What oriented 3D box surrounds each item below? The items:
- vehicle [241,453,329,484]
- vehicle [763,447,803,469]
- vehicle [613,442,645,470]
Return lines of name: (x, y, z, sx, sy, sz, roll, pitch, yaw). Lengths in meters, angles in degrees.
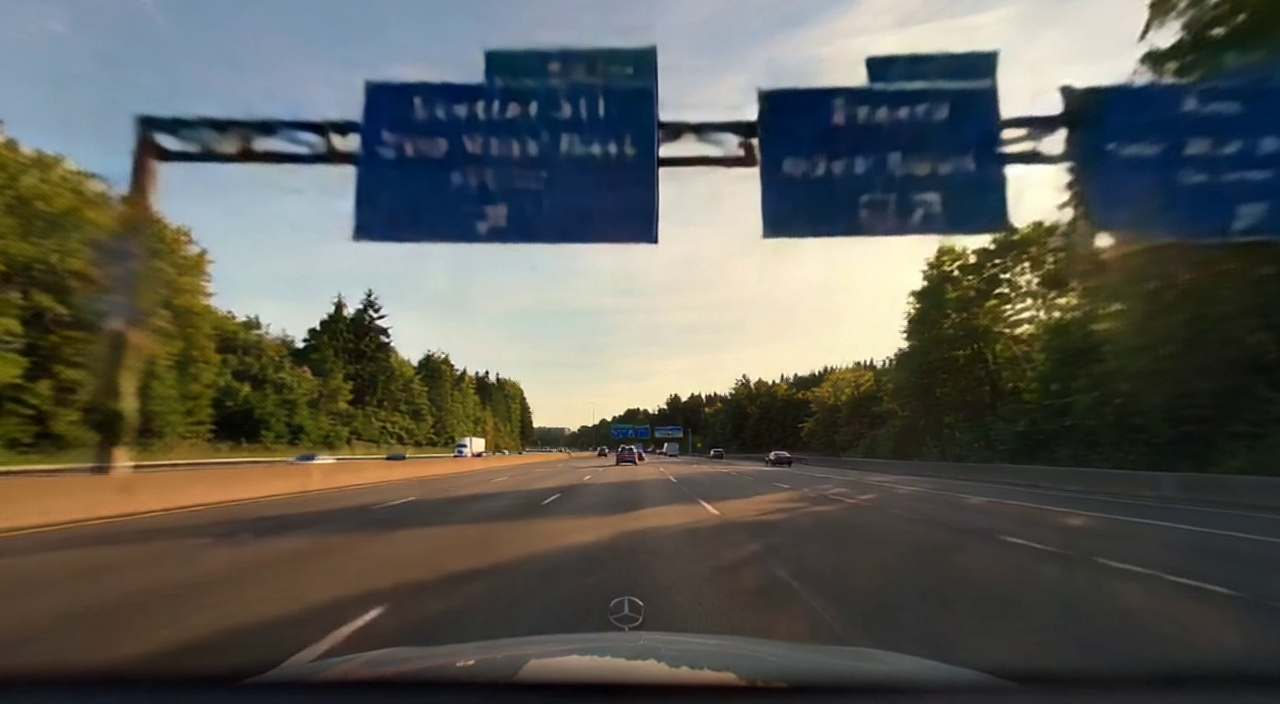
vehicle: (-18.602, 6.090, 33.295, 1.988, 1.511, 4.496, 0, -9, 0)
vehicle: (10.872, 8.109, 48.218, 1.989, 1.591, 4.348, 0, -9, -1)
vehicle: (-0.763, 7.333, 44.360, 2.167, 1.847, 4.097, 0, -9, -1)
